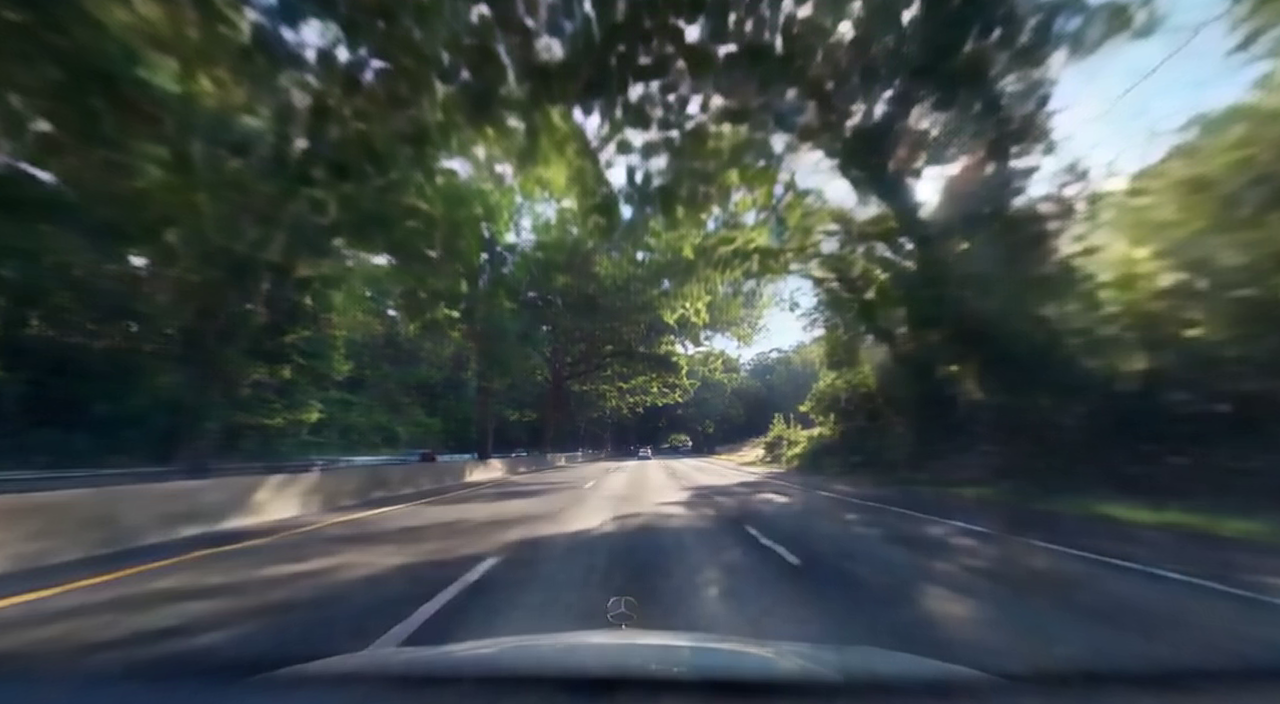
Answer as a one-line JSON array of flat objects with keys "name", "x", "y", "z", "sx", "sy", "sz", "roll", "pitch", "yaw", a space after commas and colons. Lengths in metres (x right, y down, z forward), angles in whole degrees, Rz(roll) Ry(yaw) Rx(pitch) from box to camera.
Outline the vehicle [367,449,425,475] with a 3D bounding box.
[{"name": "vehicle", "x": -15.212, "y": 6.873, "z": 39.507, "sx": 1.922, "sy": 1.539, "sz": 4.090, "roll": 0, "pitch": -9, "yaw": 1}]
